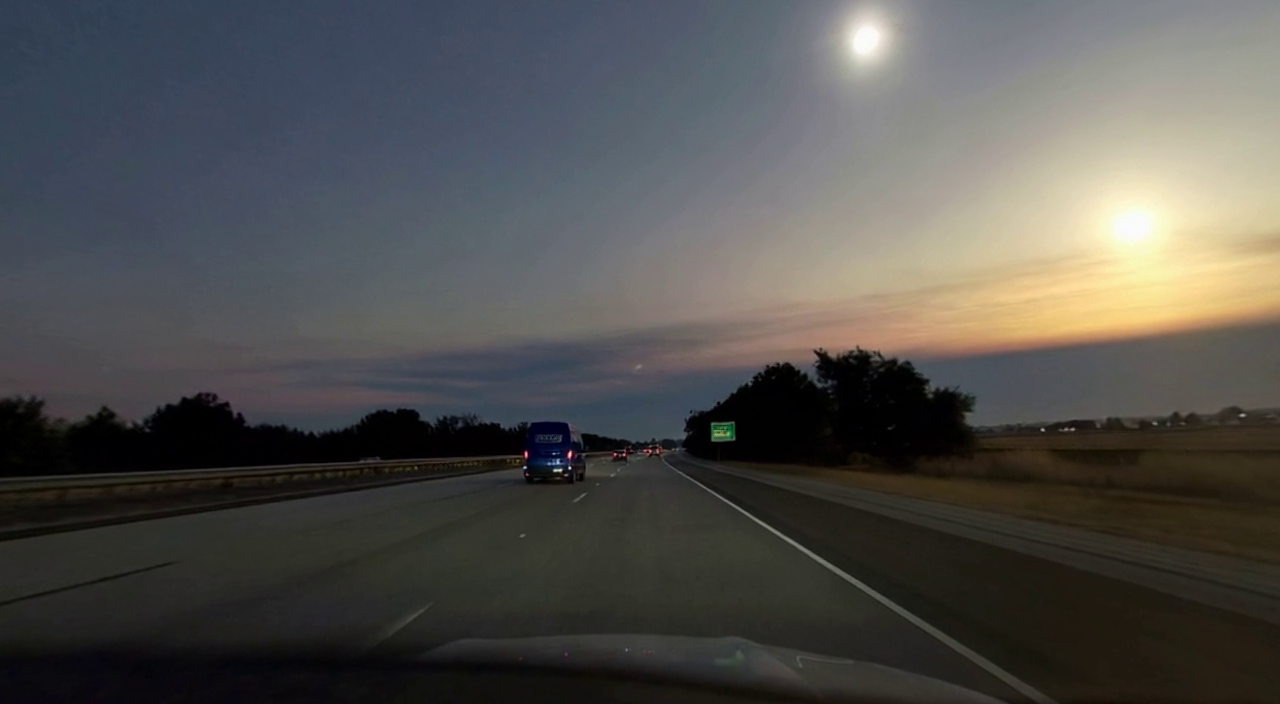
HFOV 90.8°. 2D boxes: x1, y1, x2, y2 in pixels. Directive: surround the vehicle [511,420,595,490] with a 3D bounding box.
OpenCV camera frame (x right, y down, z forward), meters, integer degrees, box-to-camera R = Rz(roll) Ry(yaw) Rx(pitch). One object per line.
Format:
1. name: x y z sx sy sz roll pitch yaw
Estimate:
1. vehicle: -3.154 3.923 24.182 2.360 2.367 5.223 0 -9 1
